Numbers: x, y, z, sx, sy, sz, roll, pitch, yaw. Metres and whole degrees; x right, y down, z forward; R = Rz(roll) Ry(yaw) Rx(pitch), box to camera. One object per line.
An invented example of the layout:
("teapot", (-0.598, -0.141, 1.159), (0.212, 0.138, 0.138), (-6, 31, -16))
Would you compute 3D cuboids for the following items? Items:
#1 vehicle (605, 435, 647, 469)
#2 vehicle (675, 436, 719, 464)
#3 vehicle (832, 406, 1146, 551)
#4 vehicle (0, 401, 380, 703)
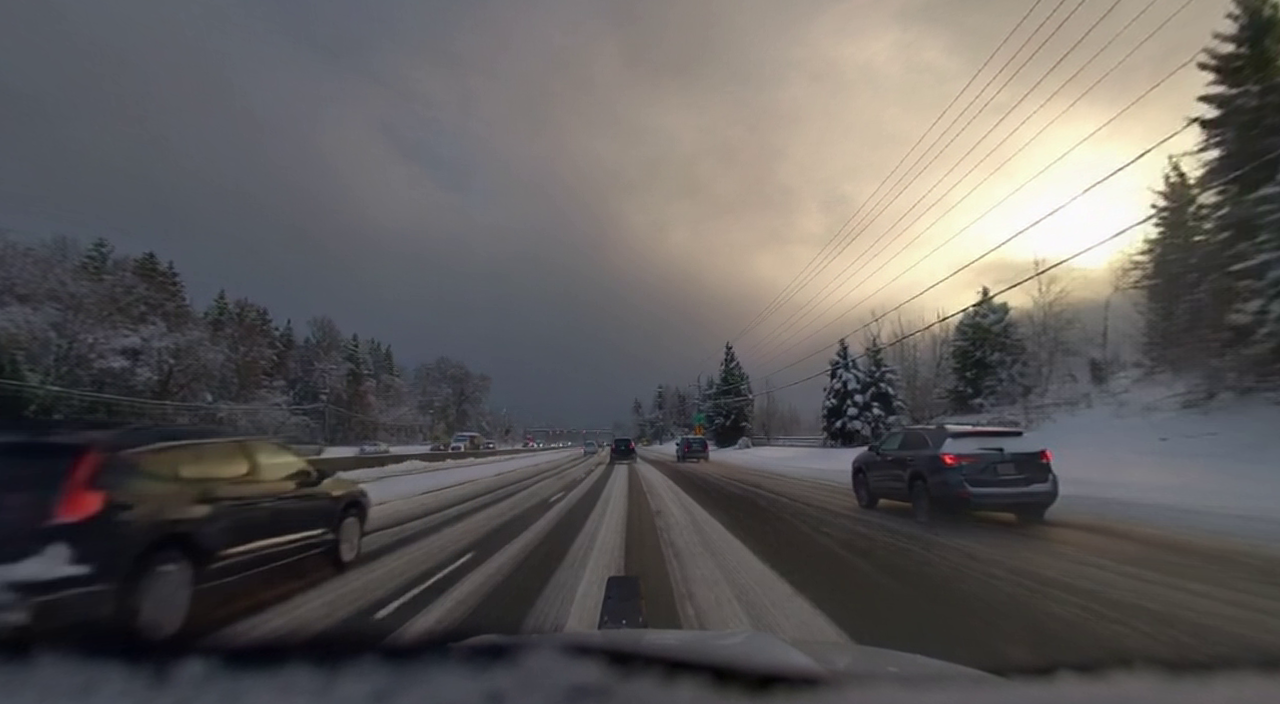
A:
("vehicle", (-0.824, 5.546, 35.165), (2.192, 1.769, 4.287), (0, -8, -2))
("vehicle", (3.600, 6.340, 40.985), (2.099, 1.720, 4.829), (0, -8, -4))
("vehicle", (4.946, 1.864, 10.029), (2.102, 1.723, 4.745), (0, -8, -3))
("vehicle", (-4.212, 1.301, 4.967), (2.091, 1.562, 5.220), (0, -8, 0))
